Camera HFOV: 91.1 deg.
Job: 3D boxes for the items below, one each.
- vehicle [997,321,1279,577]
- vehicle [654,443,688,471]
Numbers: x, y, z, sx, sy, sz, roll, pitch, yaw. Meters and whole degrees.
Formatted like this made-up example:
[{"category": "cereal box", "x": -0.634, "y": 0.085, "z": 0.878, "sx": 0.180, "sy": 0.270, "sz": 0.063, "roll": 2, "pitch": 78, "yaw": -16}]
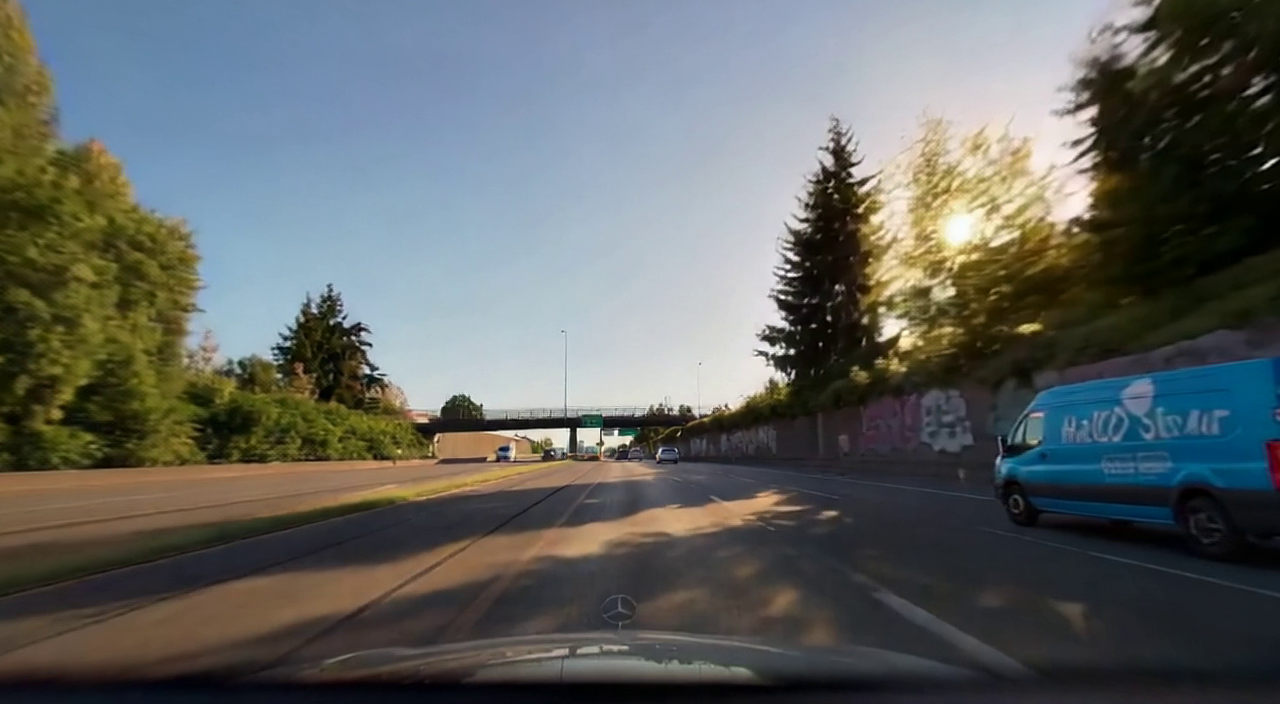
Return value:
[{"category": "vehicle", "x": 7.765, "y": 1.312, "z": 8.559, "sx": 2.283, "sy": 2.631, "sz": 5.719, "roll": 0, "pitch": -9, "yaw": -1}, {"category": "vehicle", "x": 2.205, "y": 7.666, "z": 46.109, "sx": 2.007, "sy": 1.943, "sz": 5.010, "roll": 0, "pitch": -9, "yaw": -2}]
